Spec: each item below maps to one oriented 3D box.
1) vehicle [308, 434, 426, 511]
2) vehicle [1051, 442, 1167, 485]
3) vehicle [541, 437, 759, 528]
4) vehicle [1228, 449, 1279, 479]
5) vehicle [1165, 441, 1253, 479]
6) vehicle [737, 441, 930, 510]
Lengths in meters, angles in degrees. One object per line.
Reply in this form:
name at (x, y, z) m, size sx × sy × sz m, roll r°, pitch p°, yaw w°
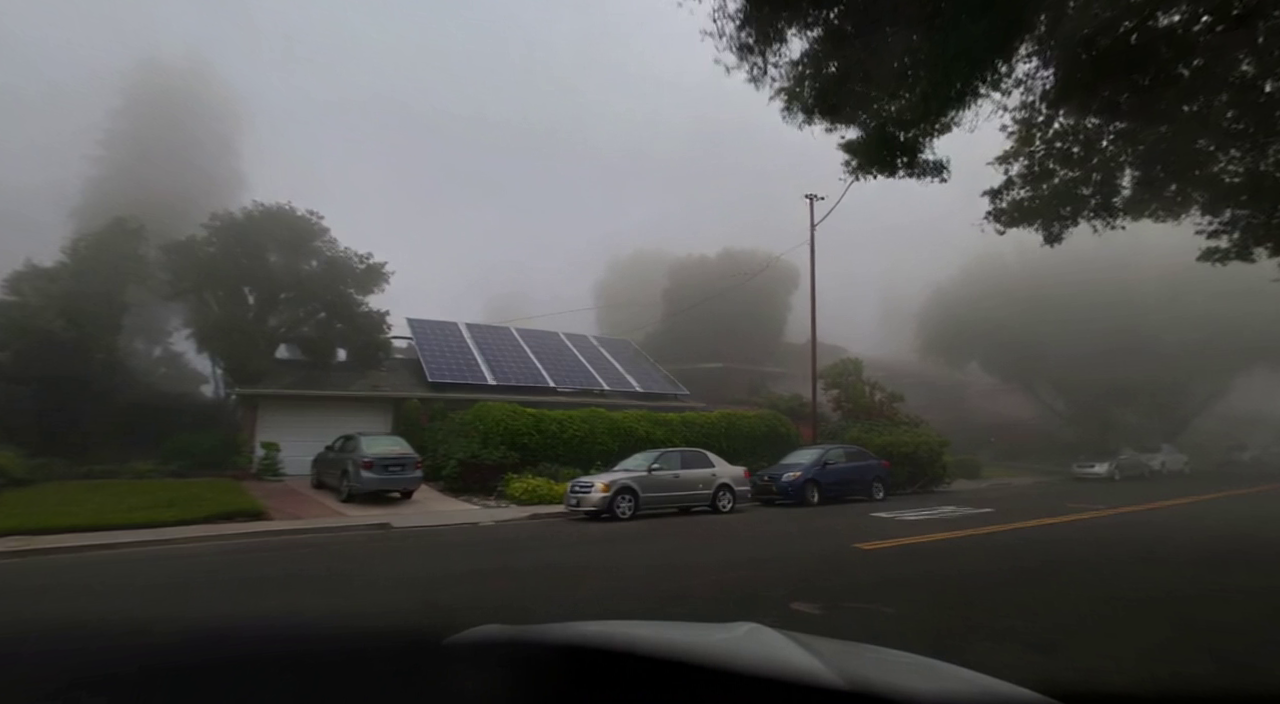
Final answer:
vehicle at (-6.250, 2.608, 14.233) m, size 1.876 × 1.476 × 3.484 m, roll 5°, pitch -9°, yaw -32°
vehicle at (17.705, 4.249, 23.722) m, size 4.676 × 1.472 × 1.901 m, roll 7°, pitch -14°, yaw -34°
vehicle at (0.264, 2.463, 12.211) m, size 3.838 × 1.488 × 1.805 m, roll 7°, pitch -11°, yaw -33°
vehicle at (35.504, 6.351, 35.937) m, size 4.068 × 1.470 × 1.921 m, roll 5°, pitch -9°, yaw -35°
vehicle at (27.019, 5.131, 29.880) m, size 4.483 × 1.563 × 1.818 m, roll 9°, pitch -12°, yaw -32°
vehicle at (4.717, 2.890, 15.164) m, size 4.601 × 1.406 × 1.848 m, roll 5°, pitch -11°, yaw -33°
